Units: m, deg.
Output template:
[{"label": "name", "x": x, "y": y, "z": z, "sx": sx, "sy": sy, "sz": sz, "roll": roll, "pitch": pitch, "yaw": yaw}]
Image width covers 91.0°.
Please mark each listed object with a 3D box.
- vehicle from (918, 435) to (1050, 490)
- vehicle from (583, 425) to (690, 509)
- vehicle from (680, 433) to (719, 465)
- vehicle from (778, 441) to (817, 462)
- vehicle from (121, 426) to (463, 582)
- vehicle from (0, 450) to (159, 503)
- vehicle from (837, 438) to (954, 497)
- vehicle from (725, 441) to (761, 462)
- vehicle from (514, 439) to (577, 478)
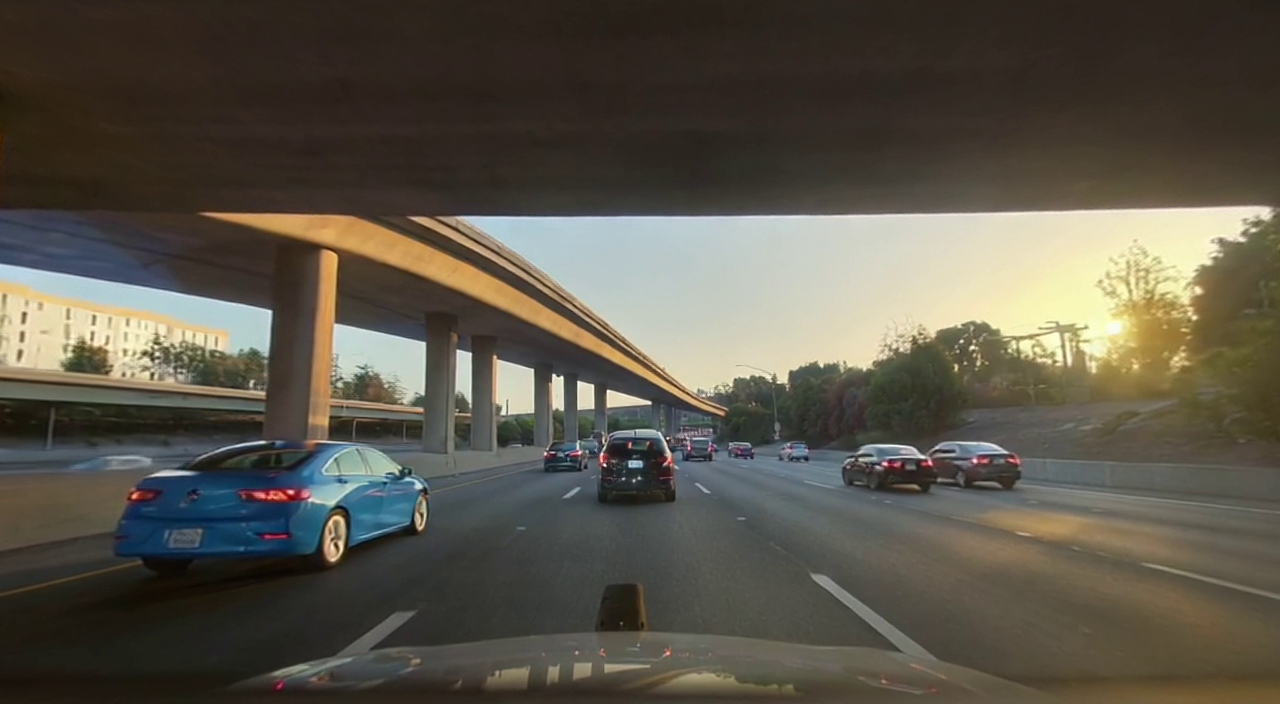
[{"label": "vehicle", "x": 11.468, "y": 3.706, "z": 21.408, "sx": 1.992, "sy": 1.625, "sz": 4.359, "roll": 0, "pitch": -9, "yaw": 0}, {"label": "vehicle", "x": -0.071, "y": 2.664, "z": 14.959, "sx": 2.181, "sy": 1.697, "sz": 4.021, "roll": 0, "pitch": -9, "yaw": 0}, {"label": "vehicle", "x": 3.768, "y": 6.232, "z": 40.455, "sx": 2.069, "sy": 1.876, "sz": 4.447, "roll": 0, "pitch": -9, "yaw": 0}, {"label": "vehicle", "x": 11.818, "y": 7.503, "z": 47.569, "sx": 1.868, "sy": 1.468, "sz": 4.168, "roll": 0, "pitch": -9, "yaw": 0}, {"label": "vehicle", "x": -4.016, "y": 1.815, "z": 8.384, "sx": 1.974, "sy": 1.478, "sz": 4.412, "roll": 0, "pitch": -9, "yaw": 1}, {"label": "vehicle", "x": -18.510, "y": 3.983, "z": 20.652, "sx": 1.839, "sy": 1.495, "sz": 4.458, "roll": 0, "pitch": -9, "yaw": 1}, {"label": "vehicle", "x": 7.246, "y": 3.301, "z": 18.310, "sx": 1.880, "sy": 1.526, "sz": 3.641, "roll": 0, "pitch": -9, "yaw": 0}, {"label": "vehicle", "x": 7.769, "y": 7.540, "z": 47.857, "sx": 1.963, "sy": 1.482, "sz": 4.436, "roll": 0, "pitch": -9, "yaw": 0}, {"label": "vehicle", "x": -3.920, "y": 4.490, "z": 26.806, "sx": 1.947, "sy": 1.516, "sz": 4.295, "roll": 0, "pitch": -9, "yaw": 1}]
